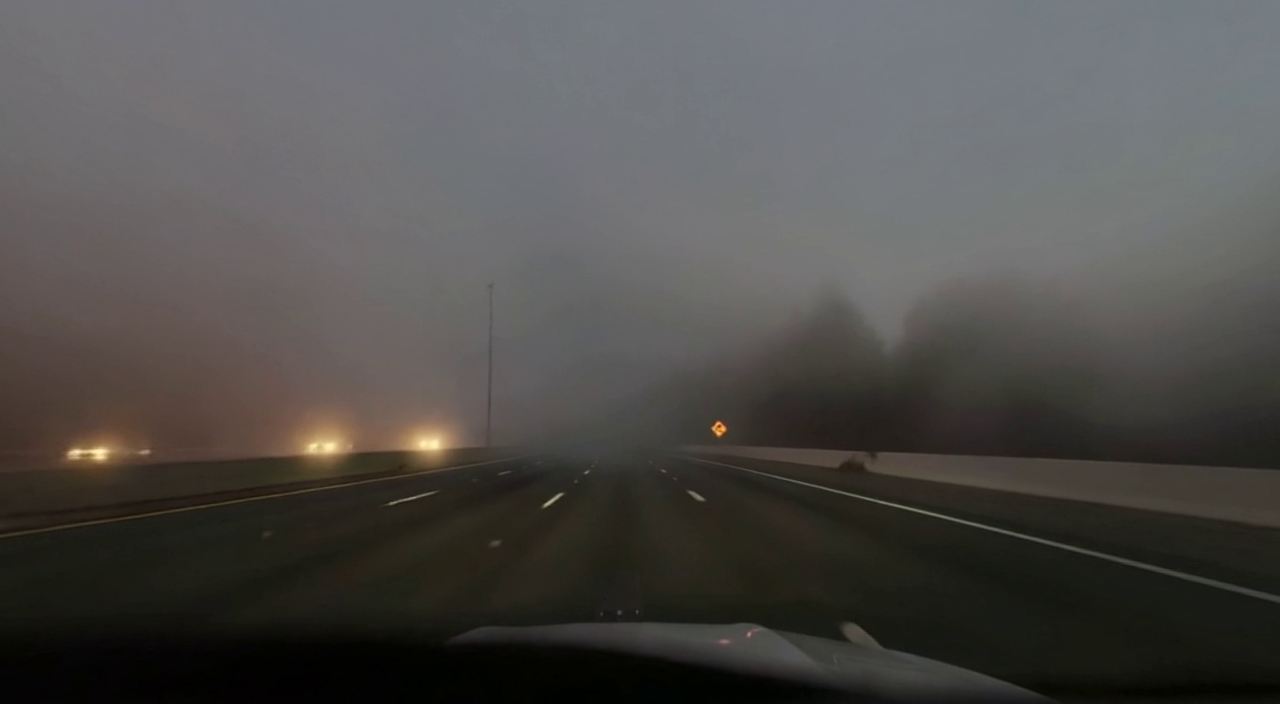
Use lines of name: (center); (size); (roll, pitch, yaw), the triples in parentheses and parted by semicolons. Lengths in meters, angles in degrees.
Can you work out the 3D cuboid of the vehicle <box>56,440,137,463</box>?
vehicle: (-38.464, 7.025, 44.879); (1.805, 1.506, 4.667); (0, -8, -3)
